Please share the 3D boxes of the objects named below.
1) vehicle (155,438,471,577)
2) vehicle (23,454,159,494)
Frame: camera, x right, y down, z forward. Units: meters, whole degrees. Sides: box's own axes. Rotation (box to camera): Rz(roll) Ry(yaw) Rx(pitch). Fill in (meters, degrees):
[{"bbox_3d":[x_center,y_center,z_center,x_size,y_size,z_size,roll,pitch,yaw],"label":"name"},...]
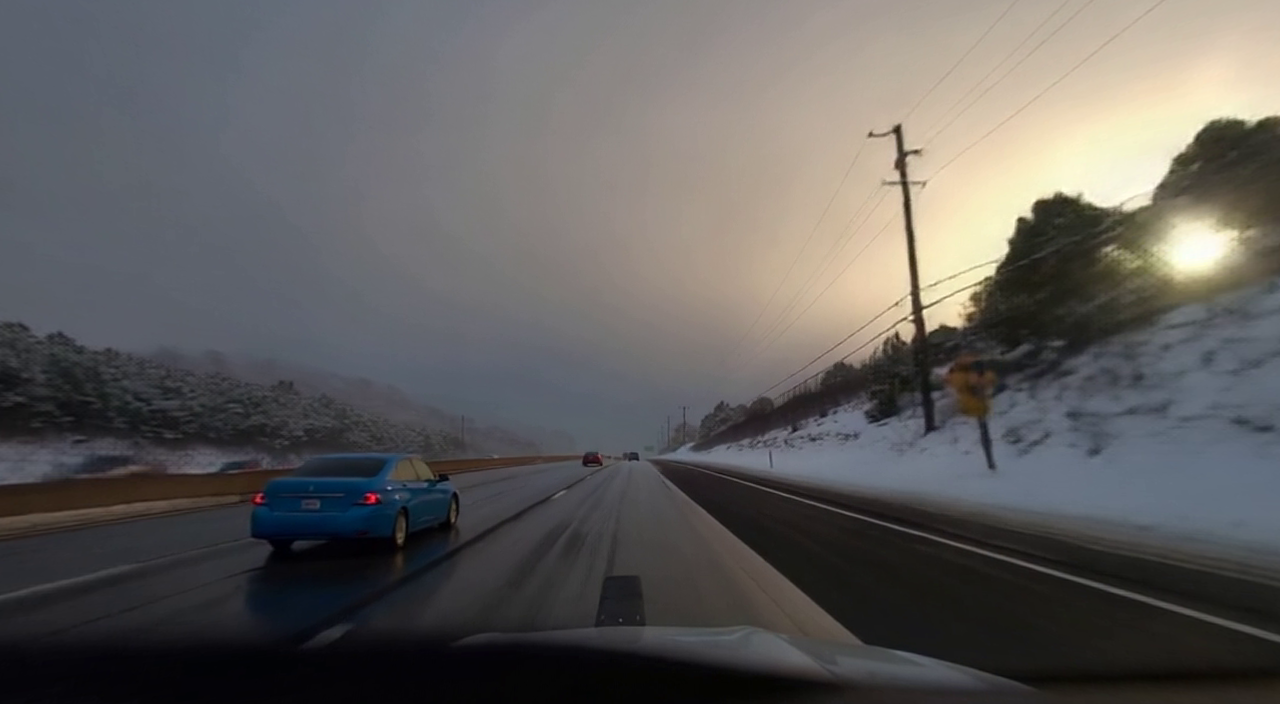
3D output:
[{"bbox_3d":[-4.224,2.074,9.399,2.064,1.489,4.966,0,-9,0],"label":"vehicle"},{"bbox_3d":[-25.582,5.678,29.765,2.003,1.633,4.925,0,-9,-1],"label":"vehicle"}]
